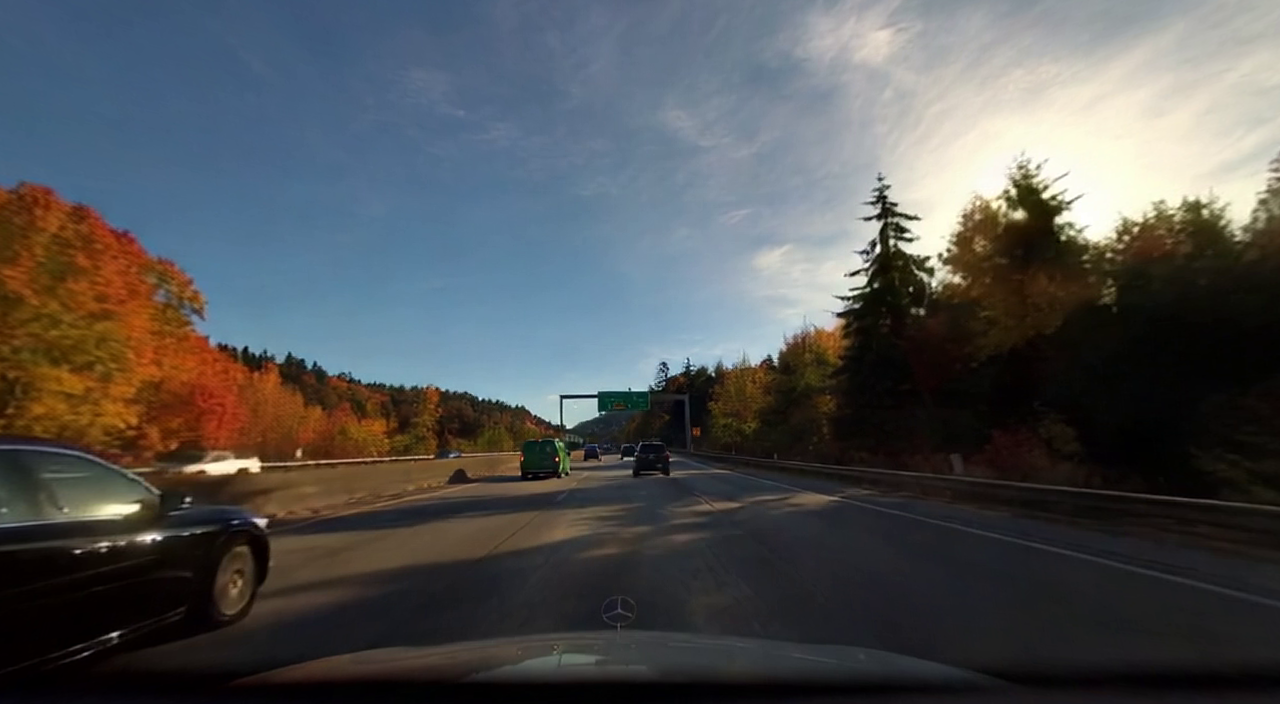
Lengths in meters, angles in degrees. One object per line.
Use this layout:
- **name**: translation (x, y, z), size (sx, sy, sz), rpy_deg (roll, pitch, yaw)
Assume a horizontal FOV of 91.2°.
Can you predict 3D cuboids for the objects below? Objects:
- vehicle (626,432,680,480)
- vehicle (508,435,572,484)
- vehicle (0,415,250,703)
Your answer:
- **vehicle**: translation (0.511, 4.644, 28.041), size (2.179, 1.930, 4.538), rpy_deg (0, -9, -1)
- **vehicle**: translation (-3.998, 4.381, 25.731), size (2.021, 1.790, 3.907), rpy_deg (0, -9, 0)
- **vehicle**: translation (-3.845, 0.952, 2.192), size (2.020, 1.496, 4.552), rpy_deg (0, -9, 0)
